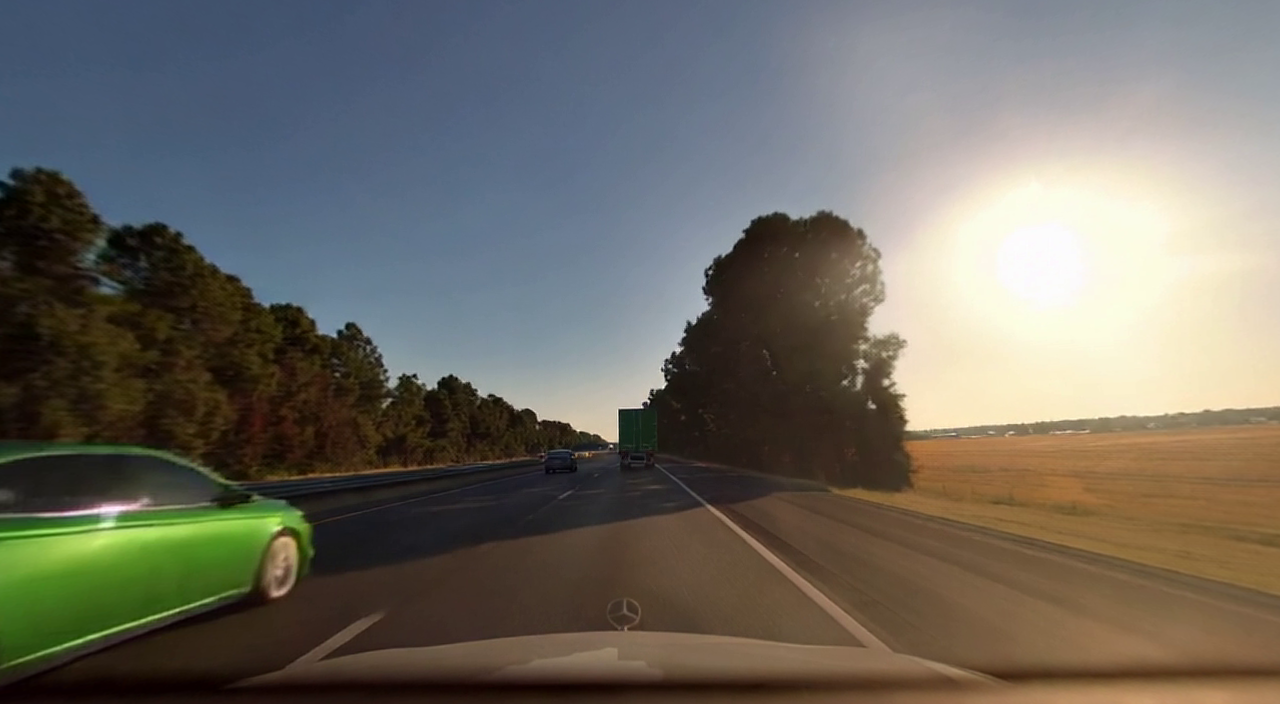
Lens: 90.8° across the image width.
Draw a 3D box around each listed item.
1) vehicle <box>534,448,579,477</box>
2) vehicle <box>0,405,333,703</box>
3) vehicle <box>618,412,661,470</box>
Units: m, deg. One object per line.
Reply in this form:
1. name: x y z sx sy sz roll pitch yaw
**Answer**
1. vehicle: -4.469 5.992 34.416 1.937 1.493 3.779 0 -9 0
2. vehicle: -4.007 1.101 3.538 2.031 1.496 4.971 0 -9 0
3. vehicle: -0.071 7.120 49.874 2.995 4.028 10.508 0 -9 0
